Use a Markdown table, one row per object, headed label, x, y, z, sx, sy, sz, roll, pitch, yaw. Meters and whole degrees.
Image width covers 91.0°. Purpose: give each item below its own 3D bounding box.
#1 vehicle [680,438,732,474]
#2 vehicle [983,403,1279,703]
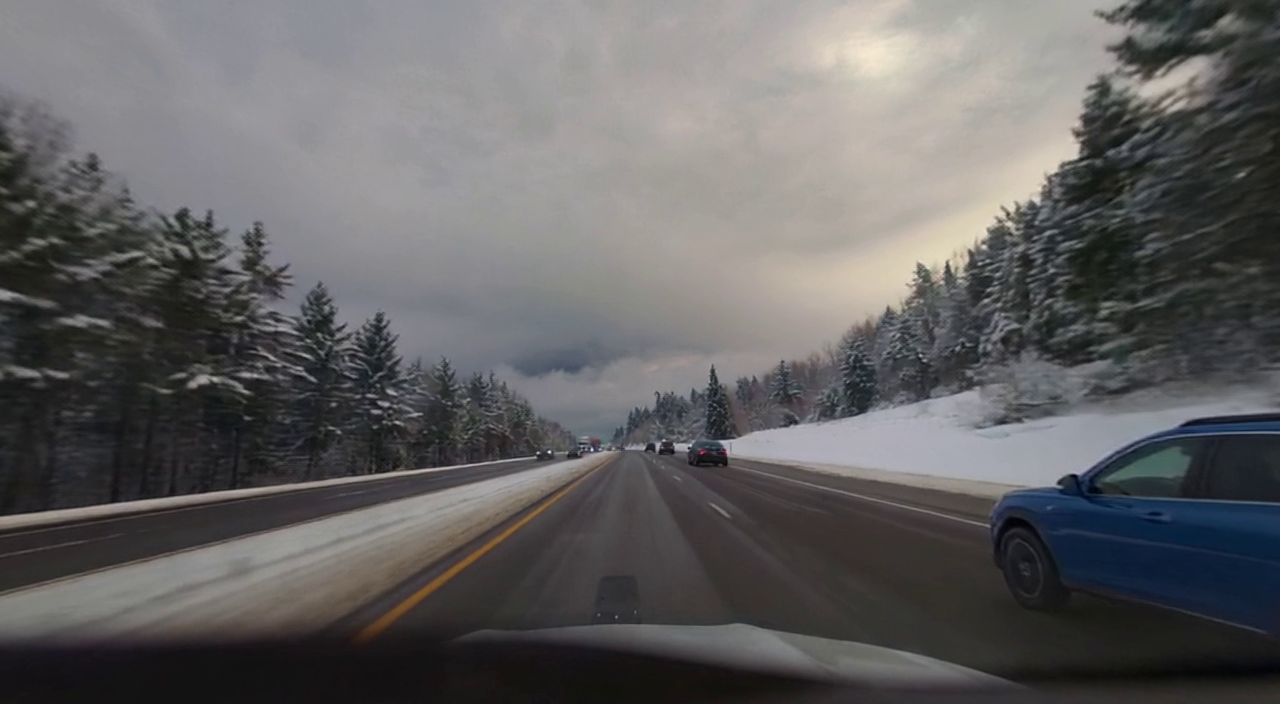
| label | x | y | z | sx | sy | sz | roll | pitch | yaw |
| --- | --- | --- | --- | --- | --- | --- | --- | --- | --- |
| vehicle | 3.282 | 5.227 | 31.981 | 2.043 | 1.673 | 4.016 | 0 | -8 | -3 |
| vehicle | 3.873 | 1.006 | 3.007 | 1.999 | 1.501 | 4.221 | 0 | -8 | -1 |
